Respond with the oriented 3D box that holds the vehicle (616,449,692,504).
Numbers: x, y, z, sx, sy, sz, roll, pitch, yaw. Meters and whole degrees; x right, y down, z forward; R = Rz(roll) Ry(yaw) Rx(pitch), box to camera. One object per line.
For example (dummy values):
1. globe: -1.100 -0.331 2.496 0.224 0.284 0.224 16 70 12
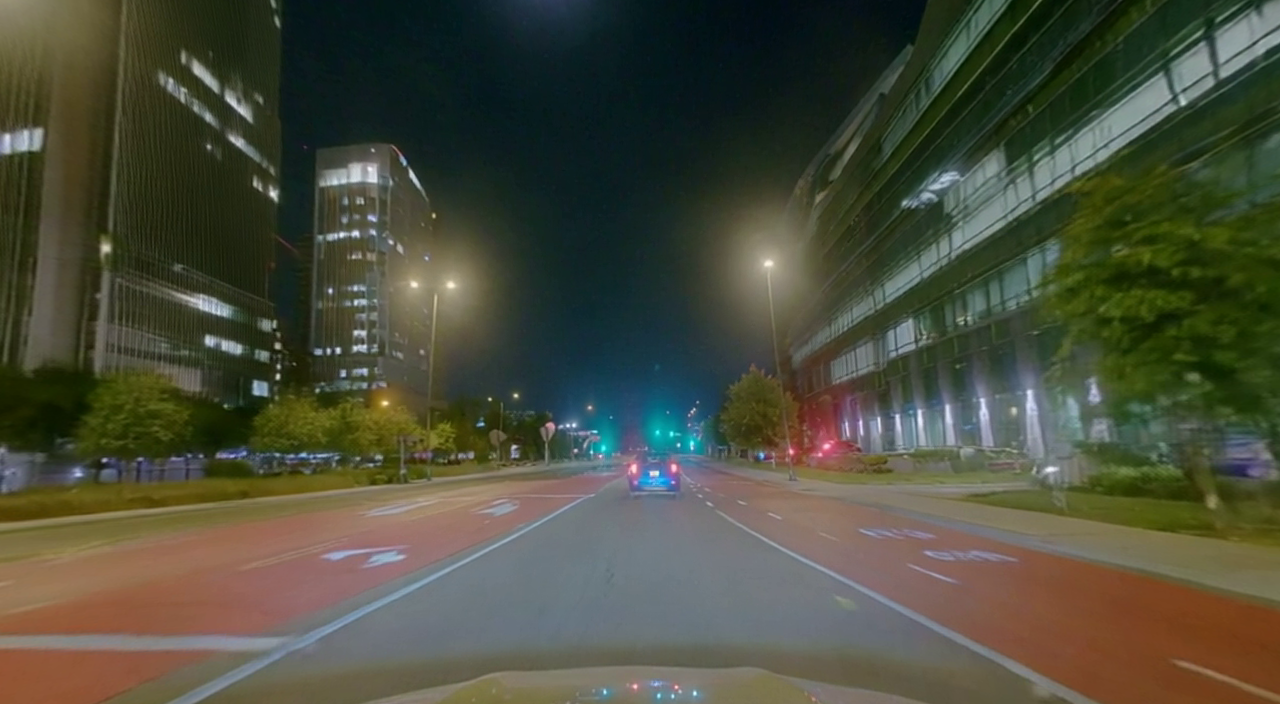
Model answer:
1. vehicle: 0.380 3.694 19.170 2.063 1.442 4.135 0 -9 0
